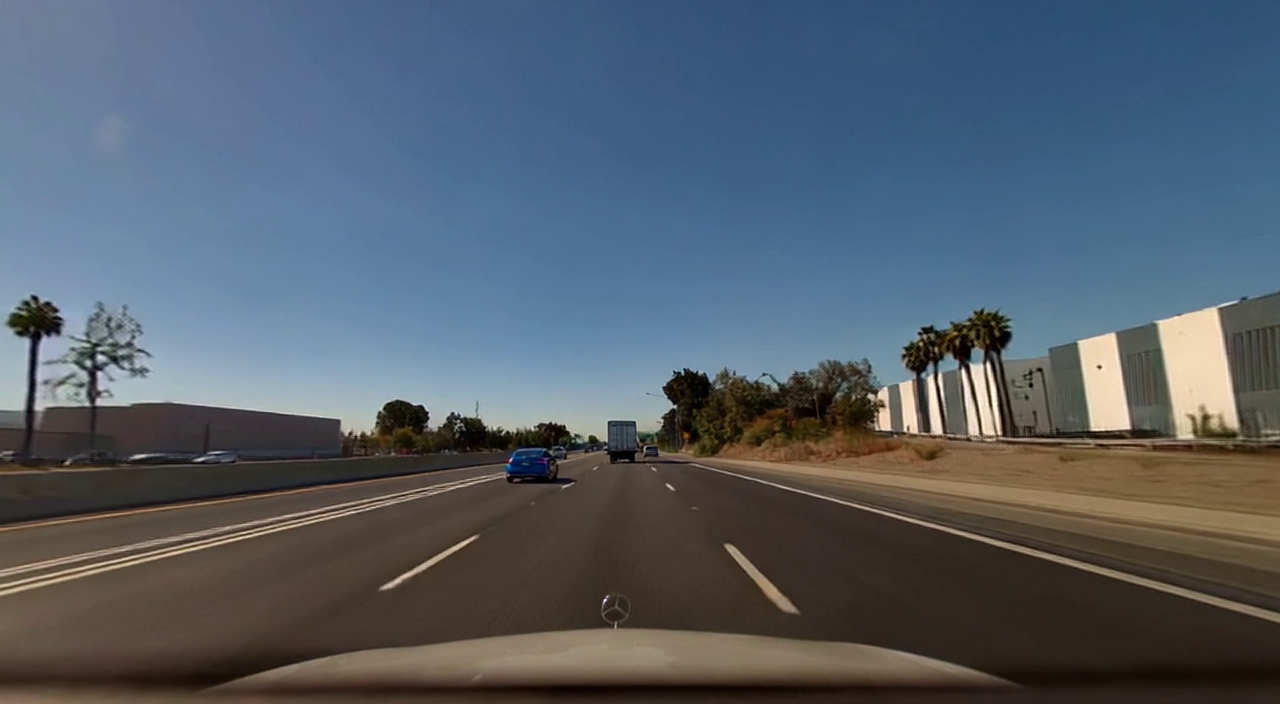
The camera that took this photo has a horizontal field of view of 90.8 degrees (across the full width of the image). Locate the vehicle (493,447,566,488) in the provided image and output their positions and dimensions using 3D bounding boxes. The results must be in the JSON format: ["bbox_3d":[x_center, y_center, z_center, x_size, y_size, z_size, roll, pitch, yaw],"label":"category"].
[{"bbox_3d":[-4.239,4.471,24.904,2.097,1.447,4.291,0,-9,0],"label":"vehicle"}]

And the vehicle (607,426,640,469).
[{"bbox_3d":[-1.238,7.155,47.471,2.364,2.953,6.495,0,-9,-1],"label":"vehicle"}]
